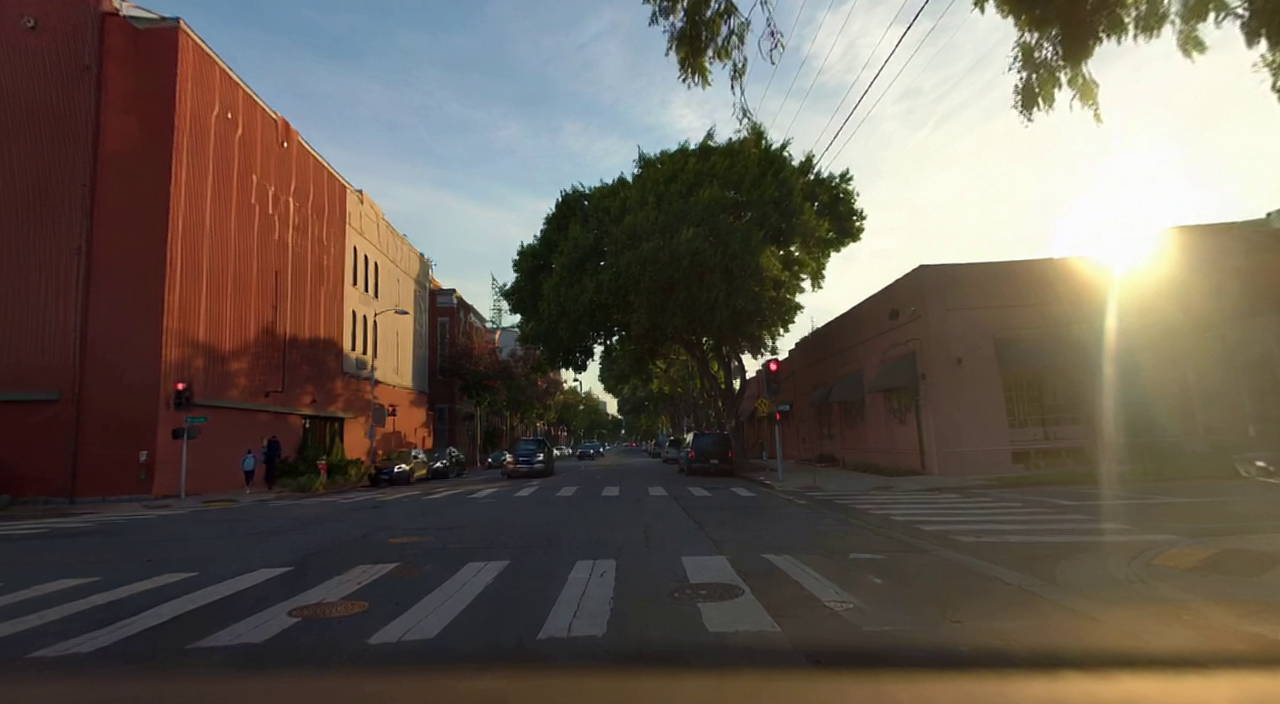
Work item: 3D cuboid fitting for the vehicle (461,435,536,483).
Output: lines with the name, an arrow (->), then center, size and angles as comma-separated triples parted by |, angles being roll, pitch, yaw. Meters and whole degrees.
vehicle -> -5.972, 4.570, 27.274 | 2.242, 1.887, 4.924 | 0, -8, -2

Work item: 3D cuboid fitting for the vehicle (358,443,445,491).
vehicle -> -9.909, 4.755, 26.604 | 2.216, 1.804, 4.526 | 1, -8, -5

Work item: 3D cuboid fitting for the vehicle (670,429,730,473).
vehicle -> 3.096, 5.313, 34.088 | 2.557, 2.188, 5.164 | 0, -8, -2

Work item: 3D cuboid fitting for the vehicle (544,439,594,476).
vehicle -> -3.285, 4.962, 29.816 | 2.033, 1.596, 4.142 | 0, -8, -2
